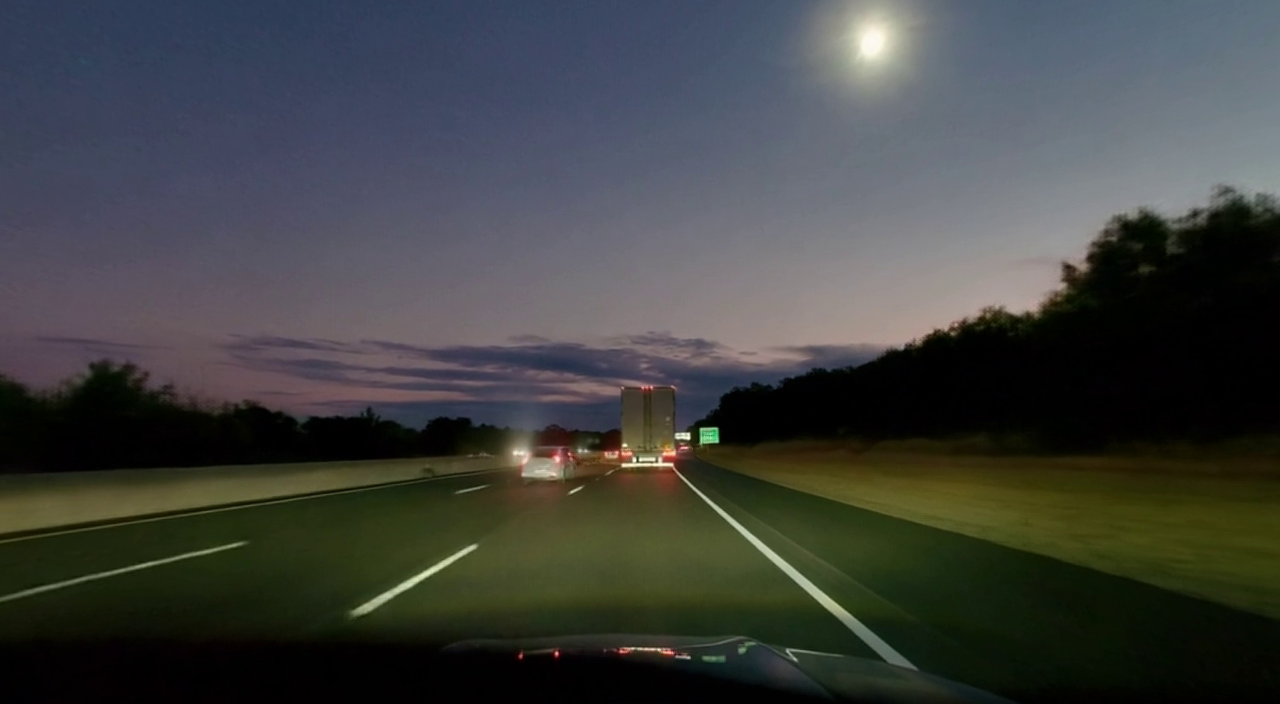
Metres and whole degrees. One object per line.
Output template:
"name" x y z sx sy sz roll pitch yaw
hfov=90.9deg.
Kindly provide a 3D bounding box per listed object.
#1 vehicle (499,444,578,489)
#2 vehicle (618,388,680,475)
"vehicle" -3.596 4.153 23.209 2.092 1.465 4.448 0 -9 1
"vehicle" 0.506 4.827 37.346 2.851 4.098 14.436 -2 -8 0
